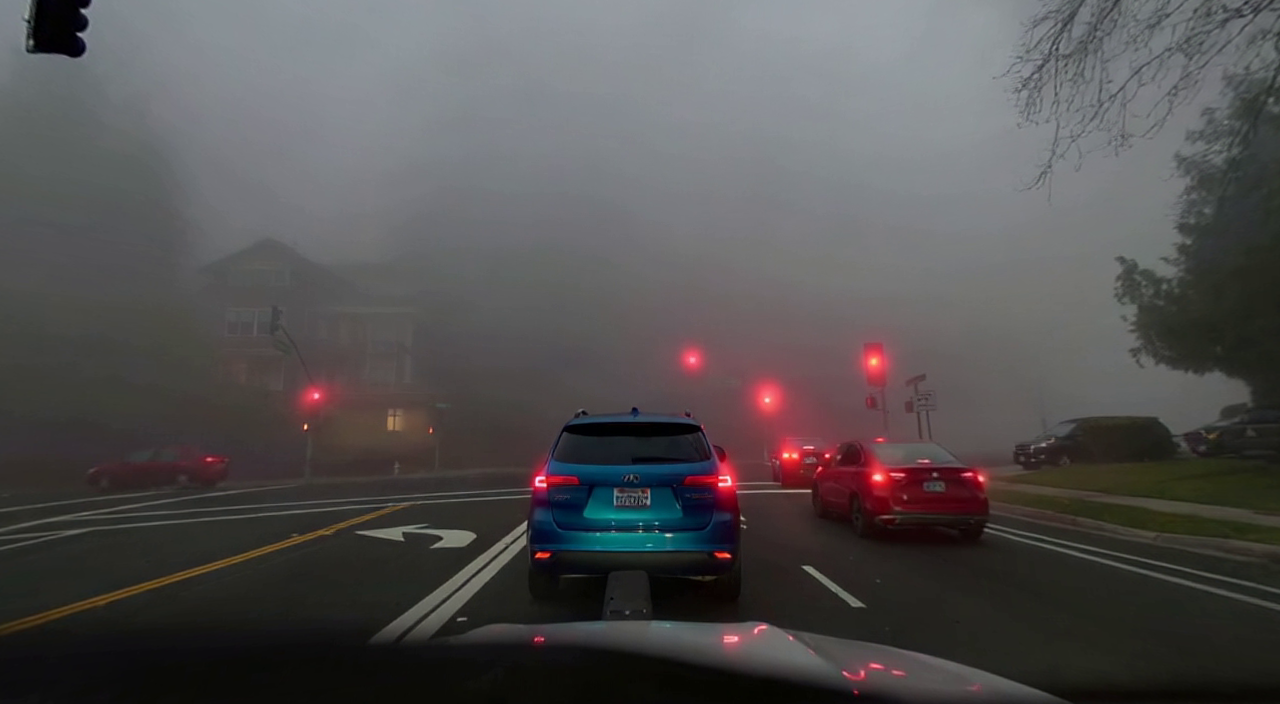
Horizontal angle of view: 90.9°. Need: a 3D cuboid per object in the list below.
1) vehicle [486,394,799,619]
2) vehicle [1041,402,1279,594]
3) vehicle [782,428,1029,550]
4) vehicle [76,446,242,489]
[{"bbox_3d":[0.052,1.472,6.952,2.322,1.667,4.367,0,-8,1],"label":"vehicle"},{"bbox_3d":[7.025,1.534,7.033,1.989,1.791,4.735,0,-8,1],"label":"vehicle"},{"bbox_3d":[3.898,2.082,10.403,2.077,1.527,4.755,0,-8,1],"label":"vehicle"},{"bbox_3d":[-18.271,4.375,24.260,4.723,1.486,1.800,4,-9,-25],"label":"vehicle"}]
